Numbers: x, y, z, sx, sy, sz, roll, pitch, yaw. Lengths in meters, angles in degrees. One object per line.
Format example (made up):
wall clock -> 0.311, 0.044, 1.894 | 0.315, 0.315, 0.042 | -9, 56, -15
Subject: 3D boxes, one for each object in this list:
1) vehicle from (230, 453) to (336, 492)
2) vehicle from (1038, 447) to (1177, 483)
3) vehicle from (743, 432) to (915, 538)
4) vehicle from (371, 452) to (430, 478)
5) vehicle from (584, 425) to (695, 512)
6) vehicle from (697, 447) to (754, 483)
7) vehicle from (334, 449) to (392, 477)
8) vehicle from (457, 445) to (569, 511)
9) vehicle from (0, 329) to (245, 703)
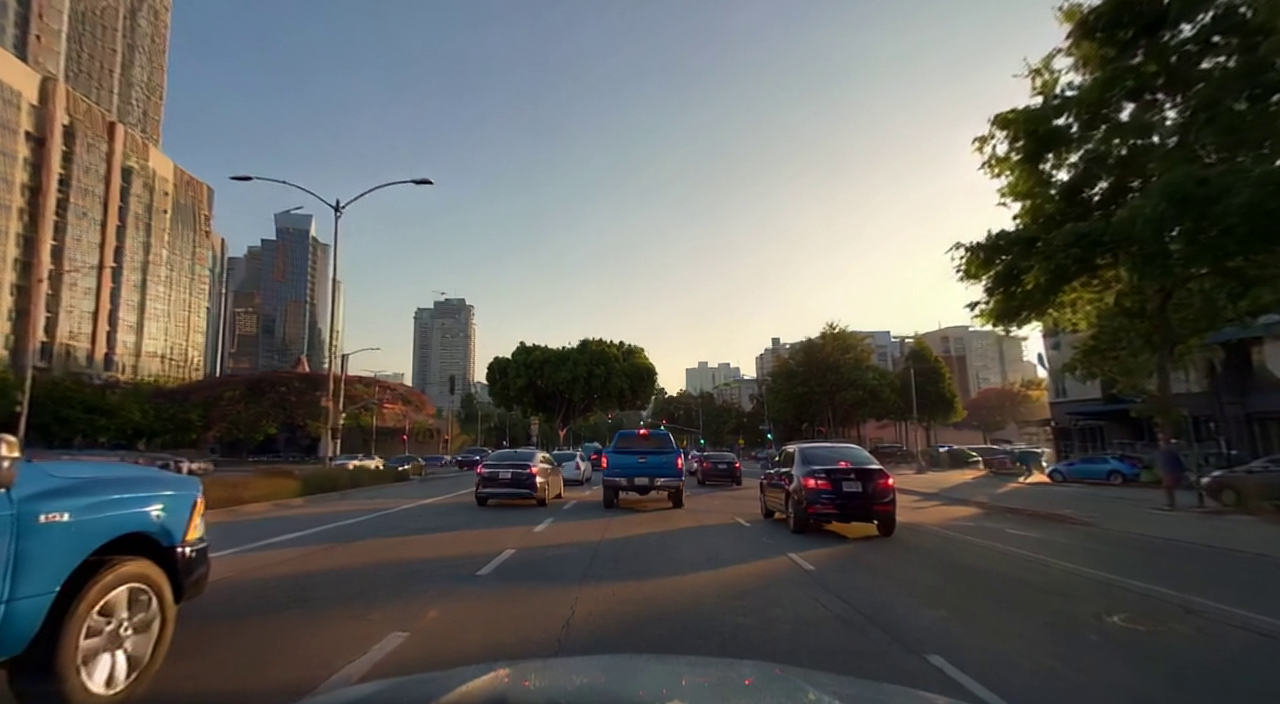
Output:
vehicle -> -15.273, 5.136, 27.289 | 1.924, 1.450, 4.524 | 0, -8, 0
vehicle -> 22.252, 5.361, 30.301 | 2.003, 1.515, 4.939 | 3, -9, -21
vehicle -> 3.296, 2.387, 11.964 | 1.955, 1.628, 4.152 | 0, -8, 0
vehicle -> -15.248, 7.202, 40.392 | 1.932, 1.449, 4.545 | 0, -8, 1
vehicle -> -0.017, 2.986, 16.718 | 2.493, 1.934, 4.957 | 0, -8, 0
vehicle -> 3.845, 5.175, 29.115 | 1.968, 1.472, 4.456 | 0, -8, 0
vehicle -> -19.139, 7.666, 43.784 | 1.982, 1.728, 4.696 | 0, -8, -1
vehicle -> -3.152, 3.203, 16.638 | 1.986, 1.465, 4.509 | 0, -8, 1
vehicle -> -3.502, 0.668, 1.547 | 1.994, 1.759, 4.709 | 0, -8, 0
